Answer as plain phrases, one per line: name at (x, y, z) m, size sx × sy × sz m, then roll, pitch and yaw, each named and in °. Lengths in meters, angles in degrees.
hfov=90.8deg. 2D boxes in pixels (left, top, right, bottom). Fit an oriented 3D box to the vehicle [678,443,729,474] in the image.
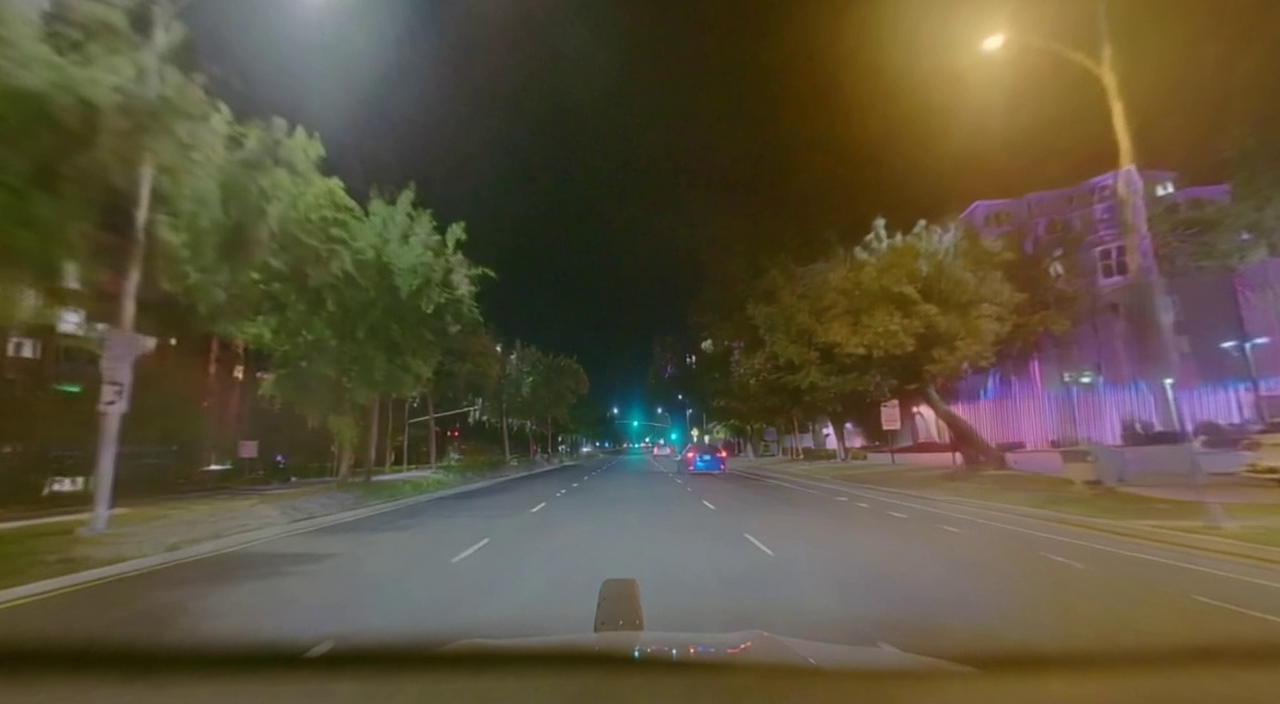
vehicle at (3.196, 5.462, 32.678) m, size 2.033 × 1.482 × 4.571 m, roll 0°, pitch -8°, yaw -2°
